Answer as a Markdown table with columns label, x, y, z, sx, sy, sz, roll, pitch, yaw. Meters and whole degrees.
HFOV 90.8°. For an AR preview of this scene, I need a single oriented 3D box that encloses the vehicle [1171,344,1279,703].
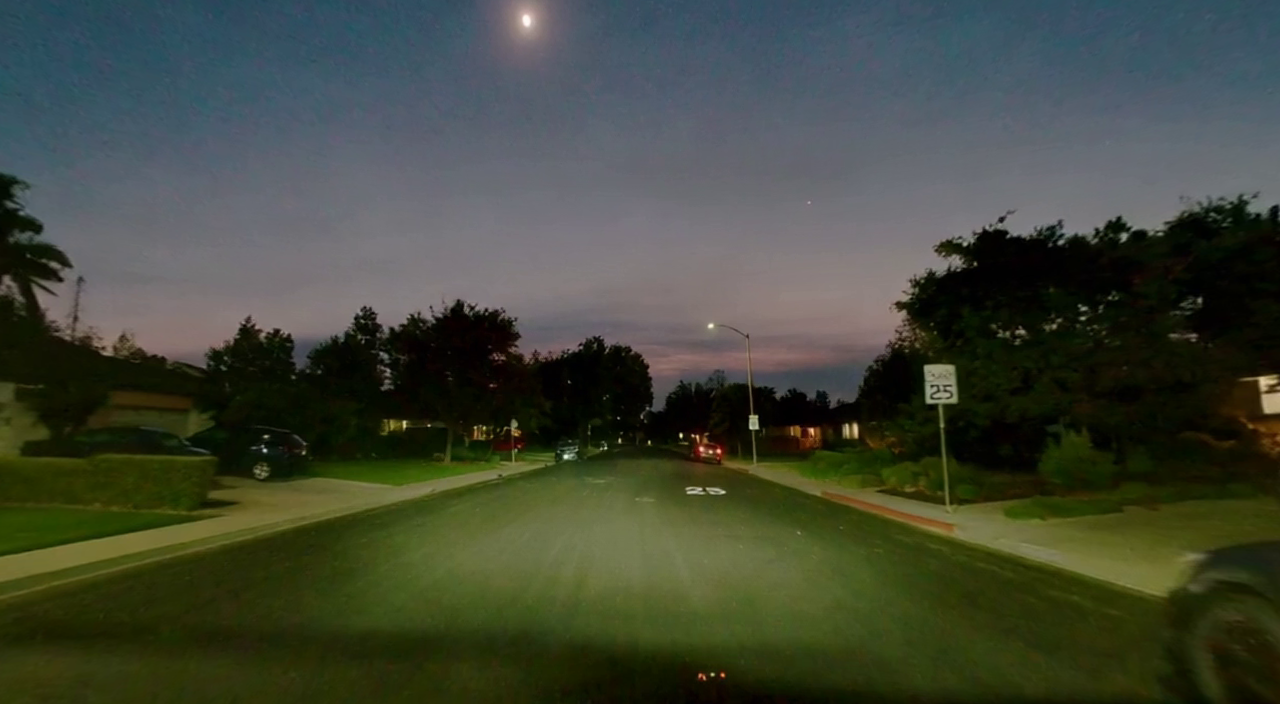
| label | x | y | z | sx | sy | sz | roll | pitch | yaw |
| --- | --- | --- | --- | --- | --- | --- | --- | --- | --- |
| vehicle | 4.208 | 0.552 | 0.265 | 2.413 | 1.883 | 5.992 | 1 | -8 | -5 |

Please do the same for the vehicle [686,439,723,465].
| label | x | y | z | sx | sy | sz | roll | pitch | yaw |
| --- | --- | --- | --- | --- | --- | --- | --- | --- | --- |
| vehicle | 4.490 | 7.054 | 44.598 | 2.033 | 1.730 | 4.554 | 0 | -9 | -1 |

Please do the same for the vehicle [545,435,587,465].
| label | x | y | z | sx | sy | sz | roll | pitch | yaw |
| --- | --- | --- | --- | --- | --- | --- | --- | --- | --- |
| vehicle | -5.264 | 7.074 | 45.535 | 2.322 | 1.949 | 5.695 | -1 | -9 | 0 |

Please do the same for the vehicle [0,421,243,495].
| label | x | y | z | sx | sy | sz | roll | pitch | yaw |
| --- | --- | --- | --- | --- | --- | --- | --- | --- | --- |
| vehicle | -12.360 | 2.465 | 14.814 | 4.669 | 1.606 | 2.008 | 0 | -9 | -1 |
